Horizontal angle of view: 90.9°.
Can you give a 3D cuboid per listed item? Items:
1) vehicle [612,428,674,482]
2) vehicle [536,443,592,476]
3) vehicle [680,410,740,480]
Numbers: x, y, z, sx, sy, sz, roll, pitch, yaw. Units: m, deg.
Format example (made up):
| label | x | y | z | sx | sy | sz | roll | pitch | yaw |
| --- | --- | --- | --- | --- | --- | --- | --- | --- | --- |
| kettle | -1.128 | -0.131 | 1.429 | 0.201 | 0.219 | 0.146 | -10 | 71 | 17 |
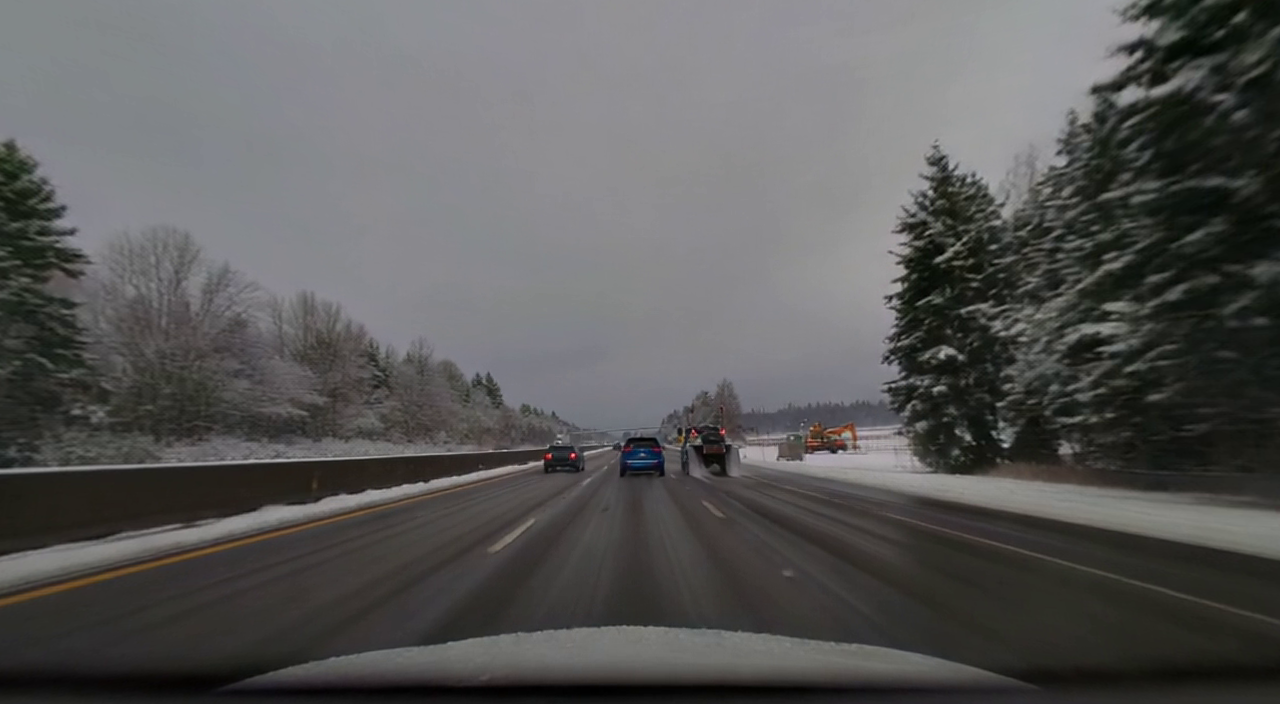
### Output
| label | x | y | z | sx | sy | sz | roll | pitch | yaw |
| --- | --- | --- | --- | --- | --- | --- | --- | --- | --- |
| vehicle | 0.118 | 4.183 | 25.868 | 2.308 | 1.993 | 4.631 | 0 | -8 | 0 |
| vehicle | -3.613 | 5.201 | 30.780 | 2.096 | 1.469 | 4.319 | 0 | -8 | 1 |
| vehicle | 4.143 | 5.798 | 39.515 | 2.793 | 3.828 | 9.580 | 0 | -8 | 1 |
